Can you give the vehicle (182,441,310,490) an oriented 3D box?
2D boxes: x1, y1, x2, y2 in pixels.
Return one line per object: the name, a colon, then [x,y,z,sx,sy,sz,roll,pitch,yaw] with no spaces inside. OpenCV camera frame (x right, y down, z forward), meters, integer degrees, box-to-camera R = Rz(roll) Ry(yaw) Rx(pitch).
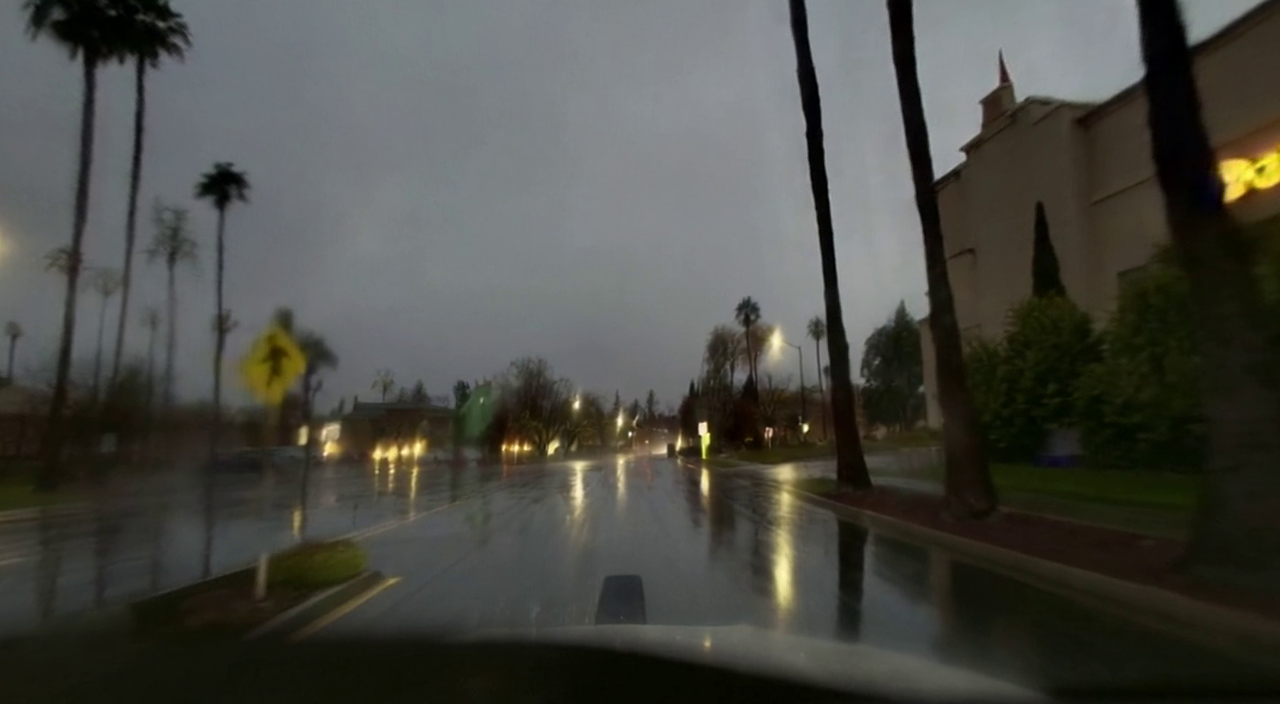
vehicle: [-16.480,4.699,26.440,4.651,1.863,2.174,-4,-10,24]
